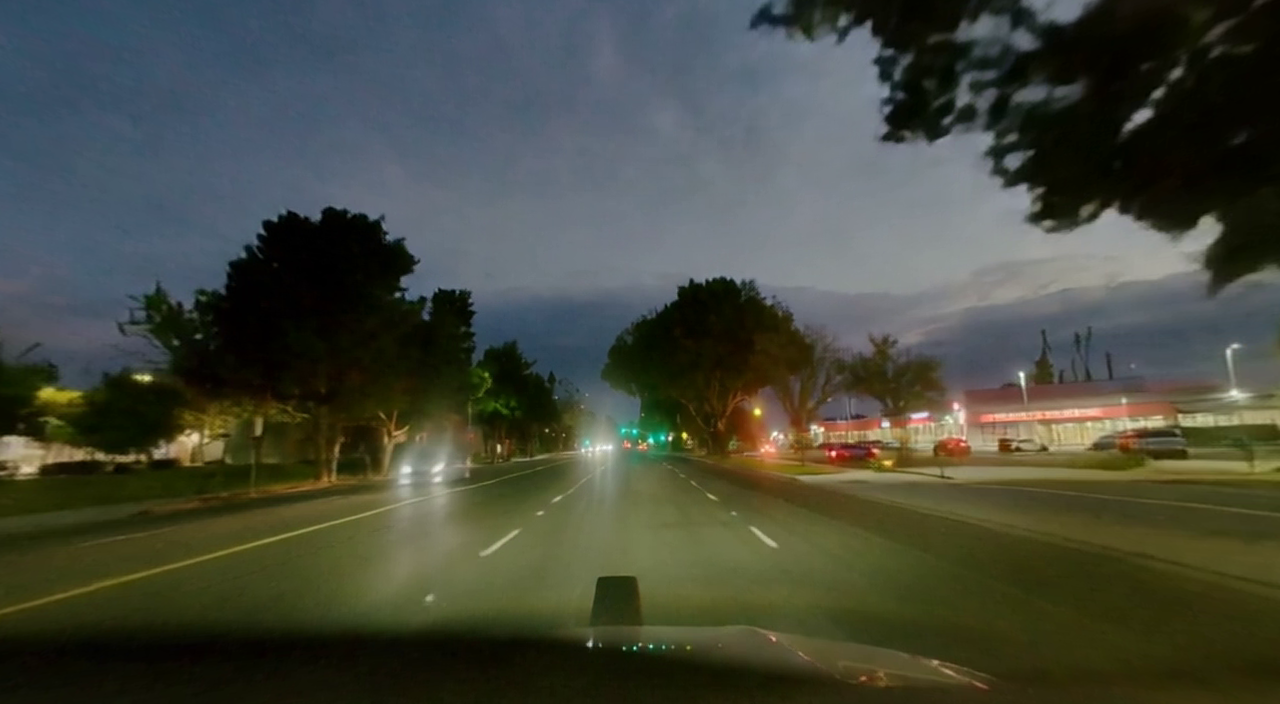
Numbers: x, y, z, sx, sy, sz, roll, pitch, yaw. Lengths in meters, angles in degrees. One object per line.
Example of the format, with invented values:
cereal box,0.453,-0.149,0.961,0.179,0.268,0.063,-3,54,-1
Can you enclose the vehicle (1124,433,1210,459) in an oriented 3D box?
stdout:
vehicle,31.678,5.645,38.142,1.739,1.473,3.844,0,-8,-3

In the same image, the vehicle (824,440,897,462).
vehicle,16.676,7.512,47.934,4.665,1.570,2.080,0,-8,-1

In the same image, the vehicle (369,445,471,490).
vehicle,-7.815,4.114,22.965,1.969,1.462,4.425,-1,-8,2
